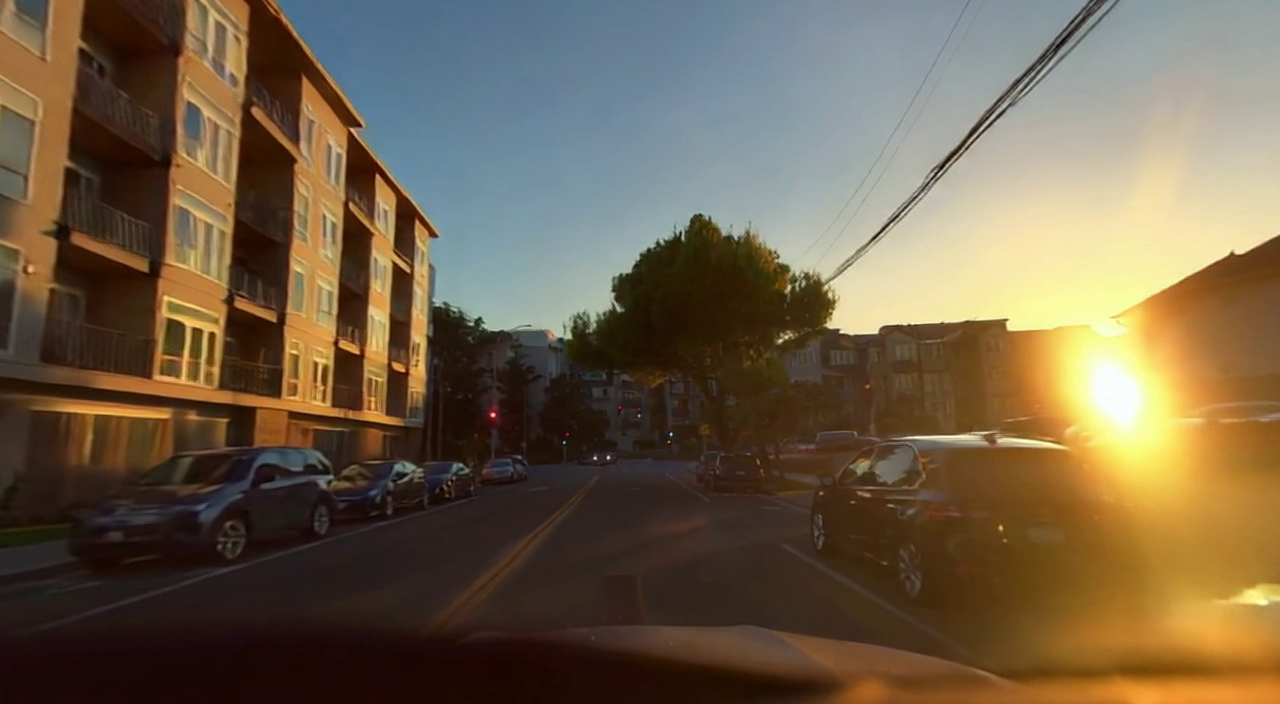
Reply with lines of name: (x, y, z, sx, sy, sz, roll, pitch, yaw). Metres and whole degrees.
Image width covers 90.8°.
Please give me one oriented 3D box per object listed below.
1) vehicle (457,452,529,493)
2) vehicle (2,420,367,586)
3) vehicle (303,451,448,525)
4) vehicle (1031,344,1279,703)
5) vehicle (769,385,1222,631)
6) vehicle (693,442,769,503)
vehicle: (-5.975, 4.935, 26.237, 1.934, 1.484, 4.630, 0, -8, 0)
vehicle: (-6.085, 2.027, 9.413, 1.993, 1.817, 4.619, 0, -8, -1)
vehicle: (-6.173, 3.174, 15.364, 1.789, 1.462, 4.313, 0, -8, -2)
vehicle: (3.212, 0.663, 1.053, 2.153, 1.685, 4.586, 0, -8, 0)
vehicle: (3.106, 1.494, 7.012, 2.408, 1.815, 4.462, 0, -9, 0)
vehicle: (3.122, 4.219, 22.727, 2.034, 1.689, 4.978, 0, -5, 0)
